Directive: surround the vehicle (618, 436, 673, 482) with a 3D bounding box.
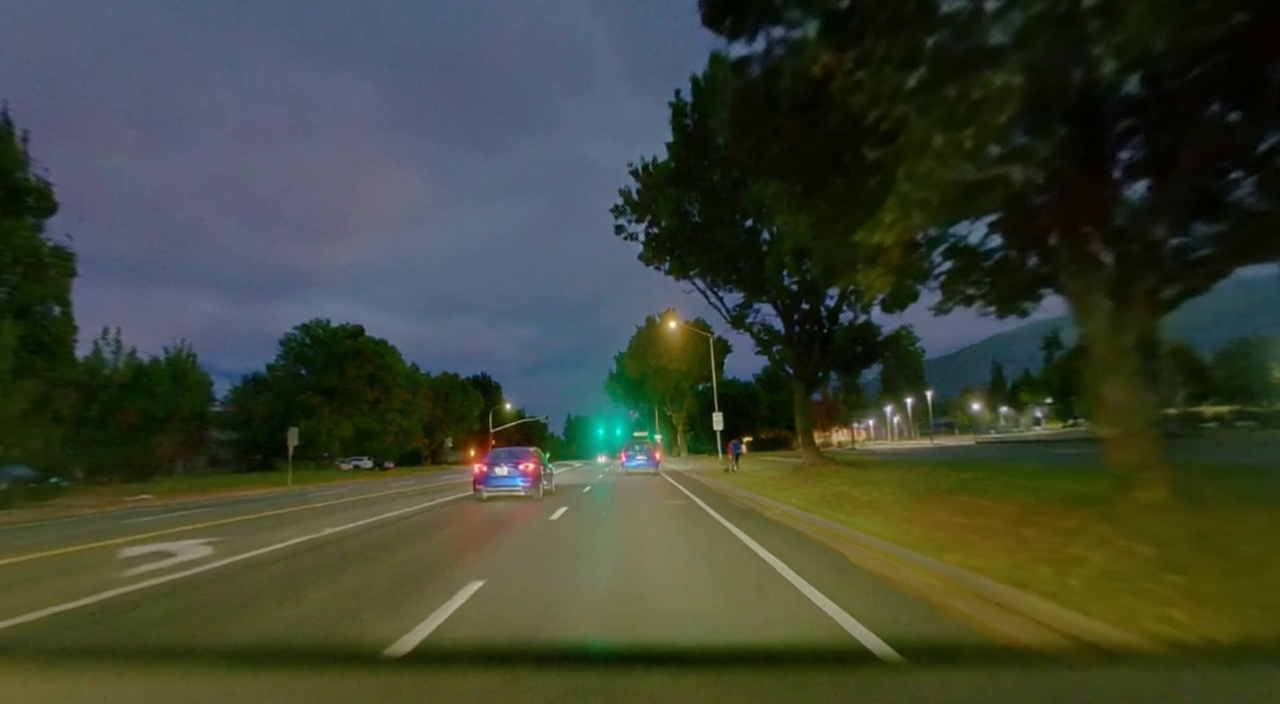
[{"bbox_3d":[0.164,4.597,27.310,2.215,1.799,4.426,0,-8,-1],"label":"vehicle"}]

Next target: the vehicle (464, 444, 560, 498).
[{"bbox_3d":[-3.693,3.504,18.969,2.036,1.447,4.044,0,-8,0],"label":"vehicle"}]
